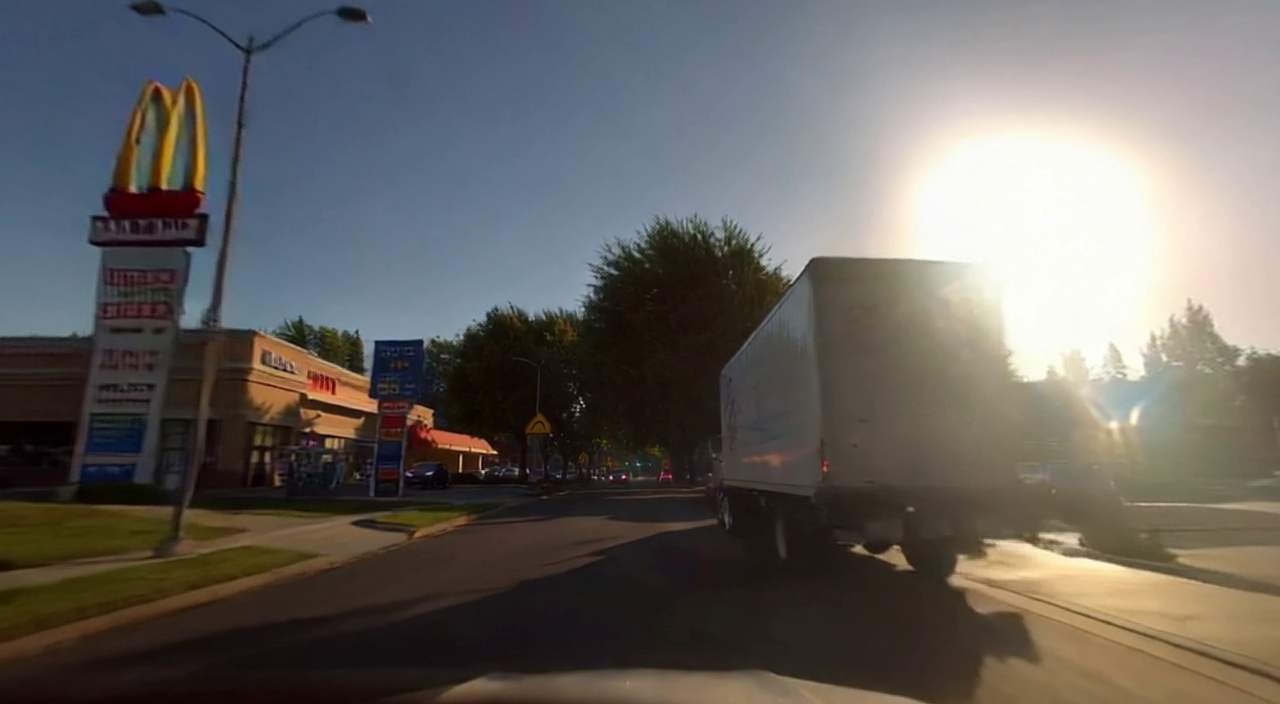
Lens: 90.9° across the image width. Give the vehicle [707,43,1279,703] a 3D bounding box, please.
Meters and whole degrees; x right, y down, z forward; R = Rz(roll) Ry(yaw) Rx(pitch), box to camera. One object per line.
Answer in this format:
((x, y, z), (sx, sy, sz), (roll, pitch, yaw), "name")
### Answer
((3.415, 1.377, 10.432), (2.990, 4.098, 13.928), (1, -11, 0), "vehicle")
